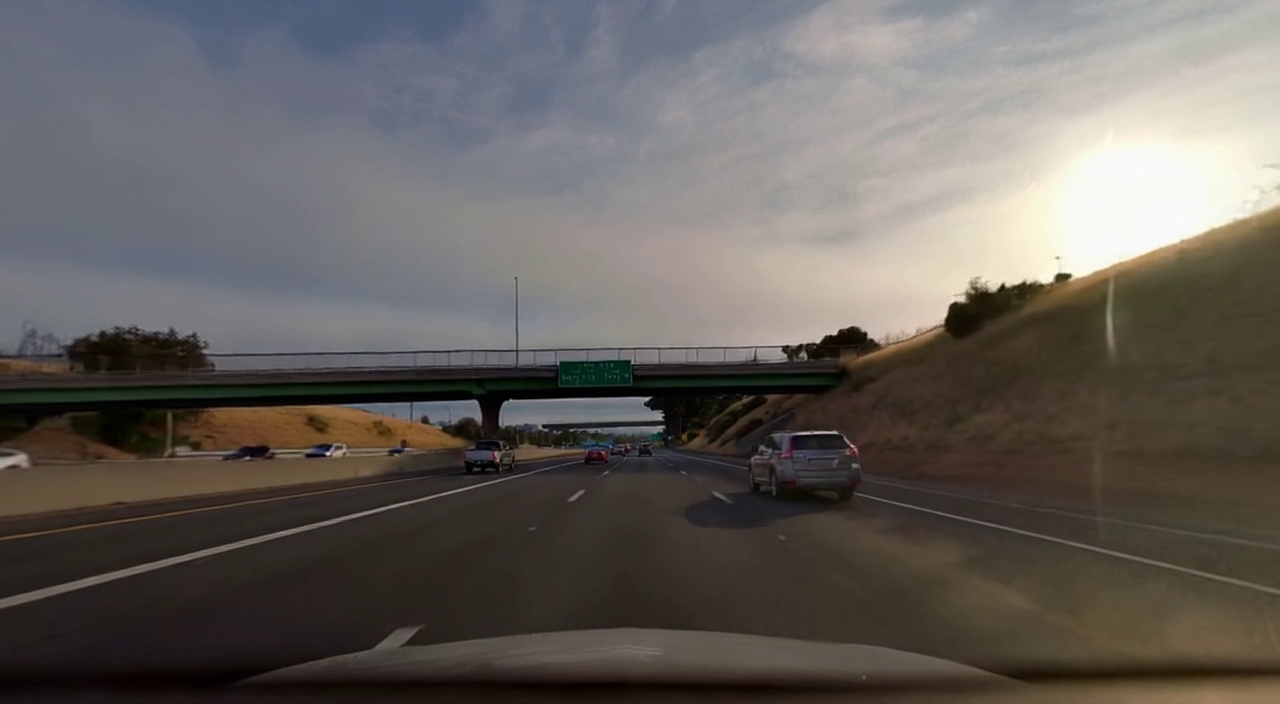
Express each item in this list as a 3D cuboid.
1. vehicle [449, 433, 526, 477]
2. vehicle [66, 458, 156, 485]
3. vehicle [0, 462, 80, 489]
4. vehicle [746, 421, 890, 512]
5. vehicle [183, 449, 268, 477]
[{"bbox_3d":[-7.503,5.147,31.669,2.341,1.959,5.684,0,-9,1],"label":"vehicle"},{"bbox_3d":[-32.926,7.436,39.406,1.812,1.502,4.574,0,-9,-3],"label":"vehicle"},{"bbox_3d":[-38.972,7.876,40.398,1.853,1.510,4.769,0,-9,-3],"label":"vehicle"},{"bbox_3d":[3.803,2.540,14.343,1.990,1.735,4.276,0,-9,0],"label":"vehicle"},{"bbox_3d":[-25.616,6.855,39.127,2.032,1.626,4.675,0,-9,1],"label":"vehicle"}]
